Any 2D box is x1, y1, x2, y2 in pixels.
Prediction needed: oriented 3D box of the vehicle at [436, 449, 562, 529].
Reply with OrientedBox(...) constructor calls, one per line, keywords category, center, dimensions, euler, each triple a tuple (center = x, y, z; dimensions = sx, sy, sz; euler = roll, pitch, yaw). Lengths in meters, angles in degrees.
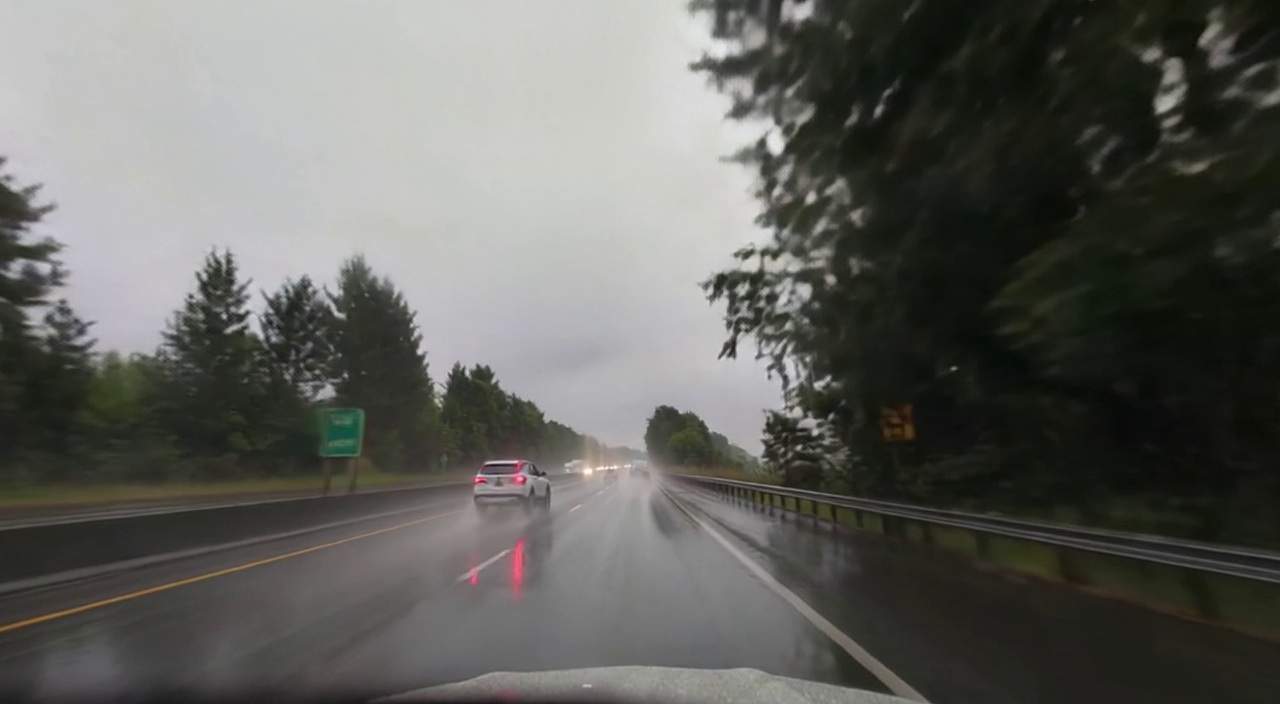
OrientedBox(category="vehicle", center=(-3.364, 3.428, 16.101), dimensions=(2.124, 1.705, 4.440), euler=(1, -11, 1))
